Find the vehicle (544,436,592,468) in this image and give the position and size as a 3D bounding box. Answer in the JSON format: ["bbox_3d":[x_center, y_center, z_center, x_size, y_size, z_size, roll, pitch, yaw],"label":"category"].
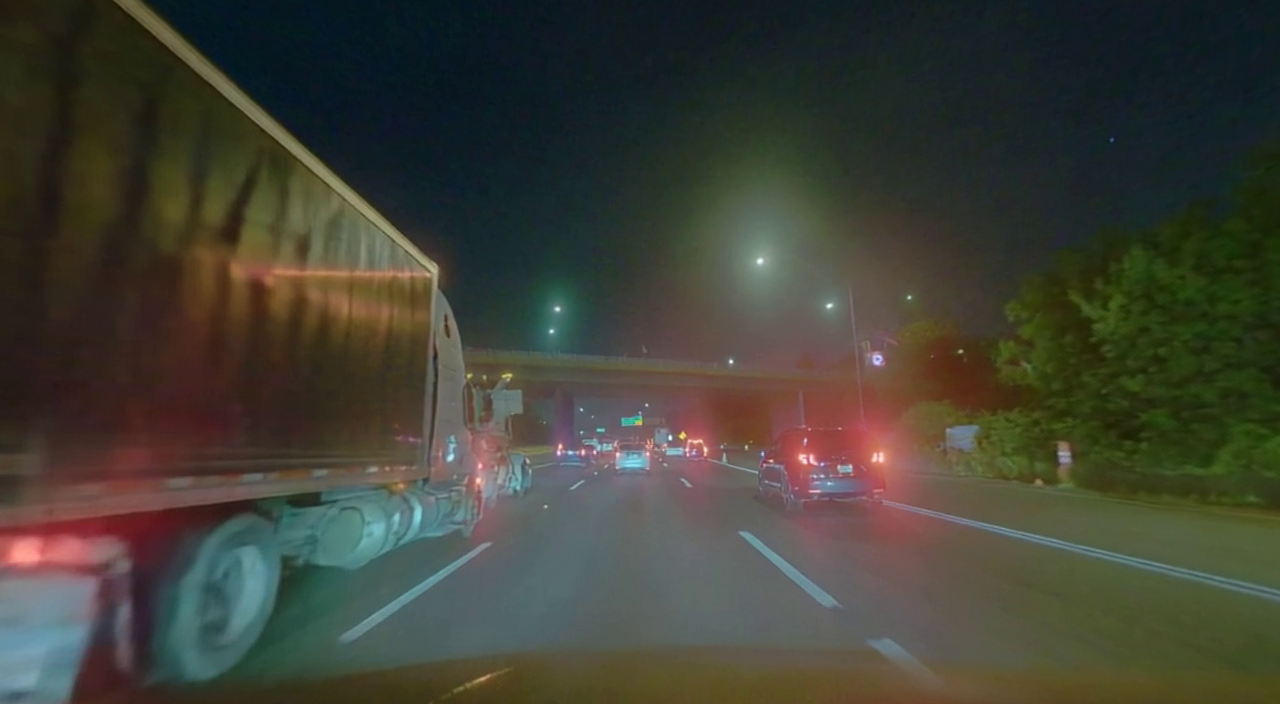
[{"bbox_3d":[-4.009,5.645,35.765,2.124,1.639,4.344,0,-8,1],"label":"vehicle"}]

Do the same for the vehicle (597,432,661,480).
[{"bbox_3d":[-0.400,3.977,24.391,2.270,1.696,4.061,0,-8,0],"label":"vehicle"}]

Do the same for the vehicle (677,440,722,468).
[{"bbox_3d":[3.217,5.575,34.708,2.003,1.465,4.092,0,-8,-1],"label":"vehicle"}]

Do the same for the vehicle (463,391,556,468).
[{"bbox_3d":[-7.364,4.688,37.469,2.959,3.886,10.574,-1,-8,2],"label":"vehicle"}]

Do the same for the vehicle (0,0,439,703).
[{"bbox_3d":[-3.780,-0.082,1.294,3.075,3.276,11.073,0,-8,0],"label":"vehicle"}]
